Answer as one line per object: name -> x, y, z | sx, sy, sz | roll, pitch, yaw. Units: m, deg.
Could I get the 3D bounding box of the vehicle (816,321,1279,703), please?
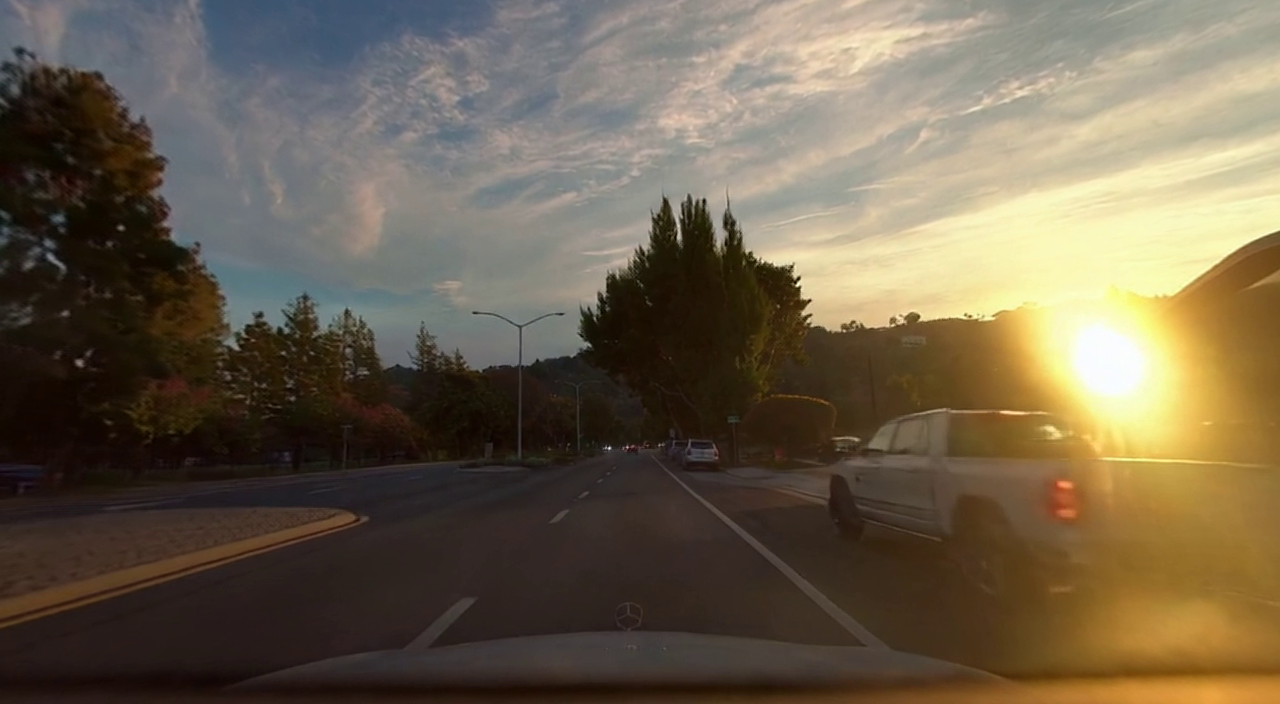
vehicle -> 3.780, 1.180, 5.797 | 2.493, 1.896, 5.433 | 0, -8, -3

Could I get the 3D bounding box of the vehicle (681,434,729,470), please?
vehicle -> 3.538, 5.553, 35.272 | 2.144, 1.848, 4.159 | 0, -8, -2
